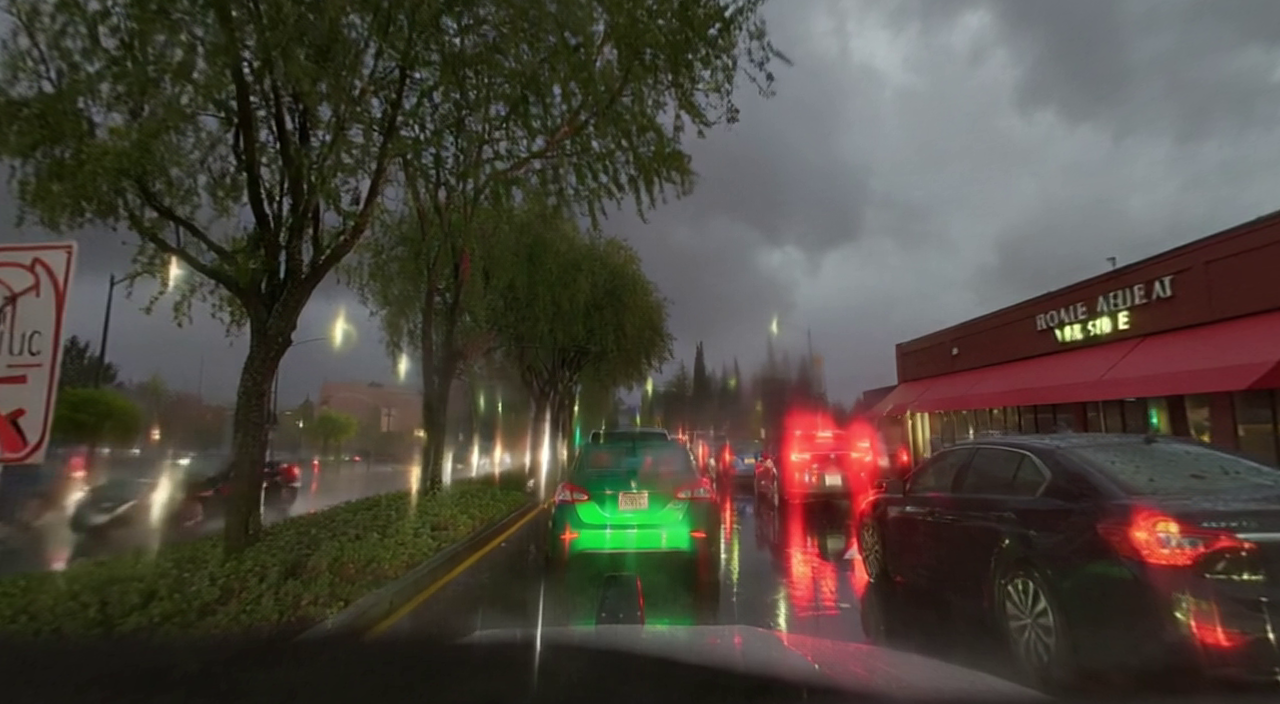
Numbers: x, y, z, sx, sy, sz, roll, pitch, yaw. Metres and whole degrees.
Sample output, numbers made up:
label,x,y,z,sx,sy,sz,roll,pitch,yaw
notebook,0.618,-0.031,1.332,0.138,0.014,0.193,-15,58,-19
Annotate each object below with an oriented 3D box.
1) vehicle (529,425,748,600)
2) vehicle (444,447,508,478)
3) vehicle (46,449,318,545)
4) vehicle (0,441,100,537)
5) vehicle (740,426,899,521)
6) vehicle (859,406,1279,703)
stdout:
label,x,y,z,sx,sy,sz,roll,pitch,yaw
vehicle,-0.022,1.655,7.297,1.887,1.487,3.535,0,-9,0
vehicle,-8.351,5.633,32.568,2.169,1.477,4.168,0,-9,0
vehicle,-8.113,2.554,11.853,1.850,1.417,4.321,0,-9,0
vehicle,-13.041,2.589,11.842,2.072,1.773,4.329,0,-9,-2
vehicle,3.535,2.483,13.427,2.025,1.660,4.263,0,-9,-1
vehicle,3.302,1.257,4.487,1.988,1.480,4.195,0,-9,0
